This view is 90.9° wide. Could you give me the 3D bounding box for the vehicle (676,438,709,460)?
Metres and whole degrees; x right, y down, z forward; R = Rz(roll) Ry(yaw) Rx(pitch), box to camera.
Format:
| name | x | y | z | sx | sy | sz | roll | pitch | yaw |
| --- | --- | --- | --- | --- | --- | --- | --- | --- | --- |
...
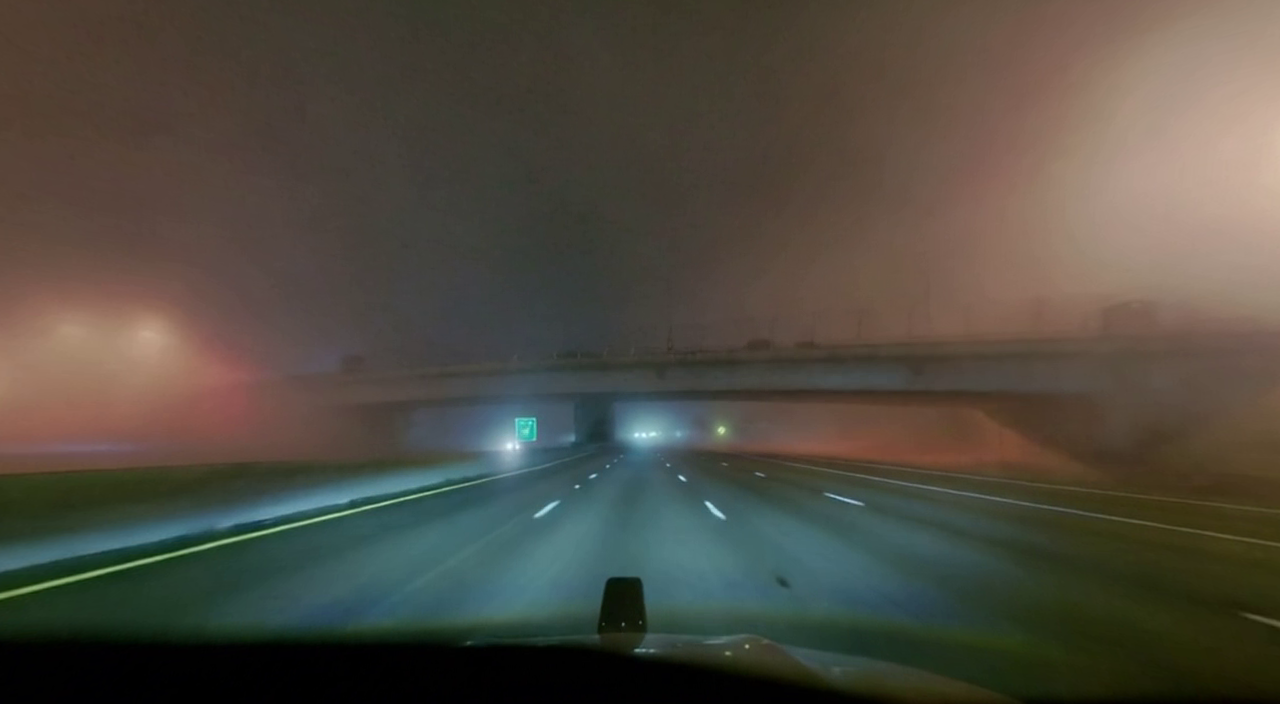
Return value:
| name | x | y | z | sx | sy | sz | roll | pitch | yaw |
| --- | --- | --- | --- | --- | --- | --- | --- | --- | --- |
| vehicle | 3.807 | 7.053 | 46.167 | 1.949 | 1.515 | 4.374 | 0 | -8 | -1 |
